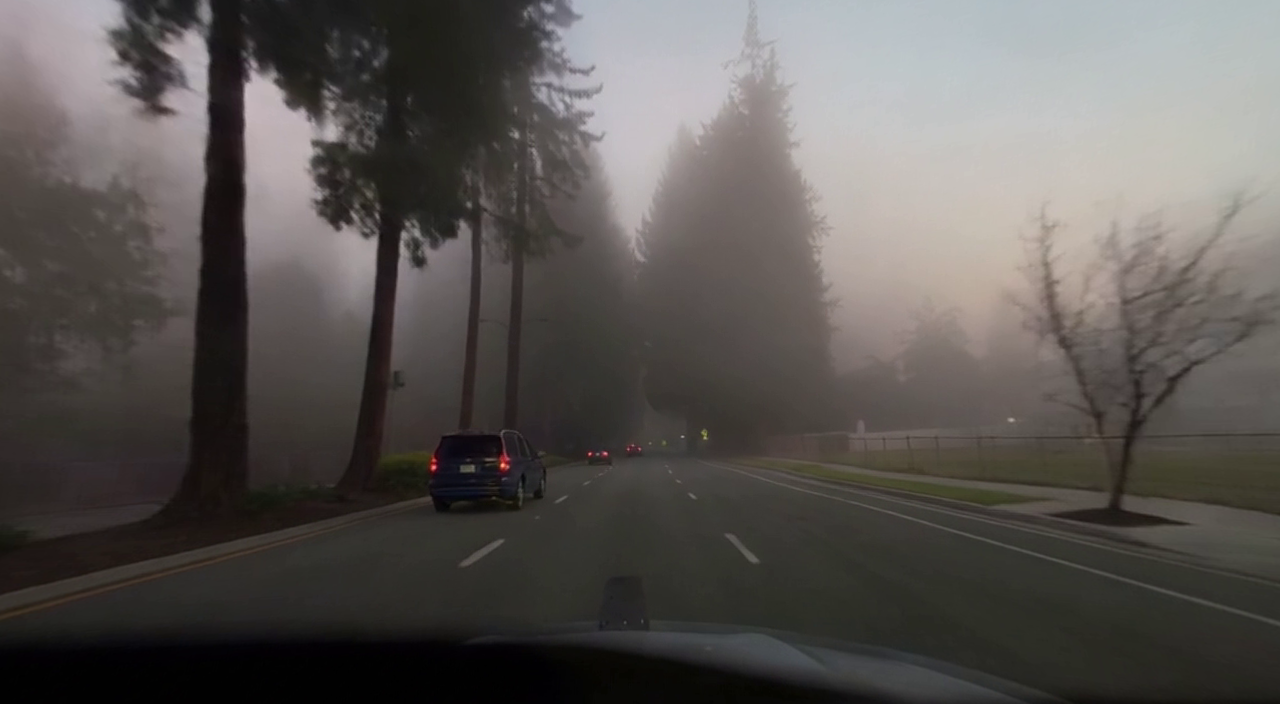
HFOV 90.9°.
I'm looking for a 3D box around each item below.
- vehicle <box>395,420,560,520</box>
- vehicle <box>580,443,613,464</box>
[{"bbox_3d":[-3.035,2.350,13.031,2.058,1.671,4.704,0,-9,1],"label":"vehicle"},{"bbox_3d":[-3.091,7.347,45.672,2.021,1.466,4.330,0,-9,1],"label":"vehicle"}]
